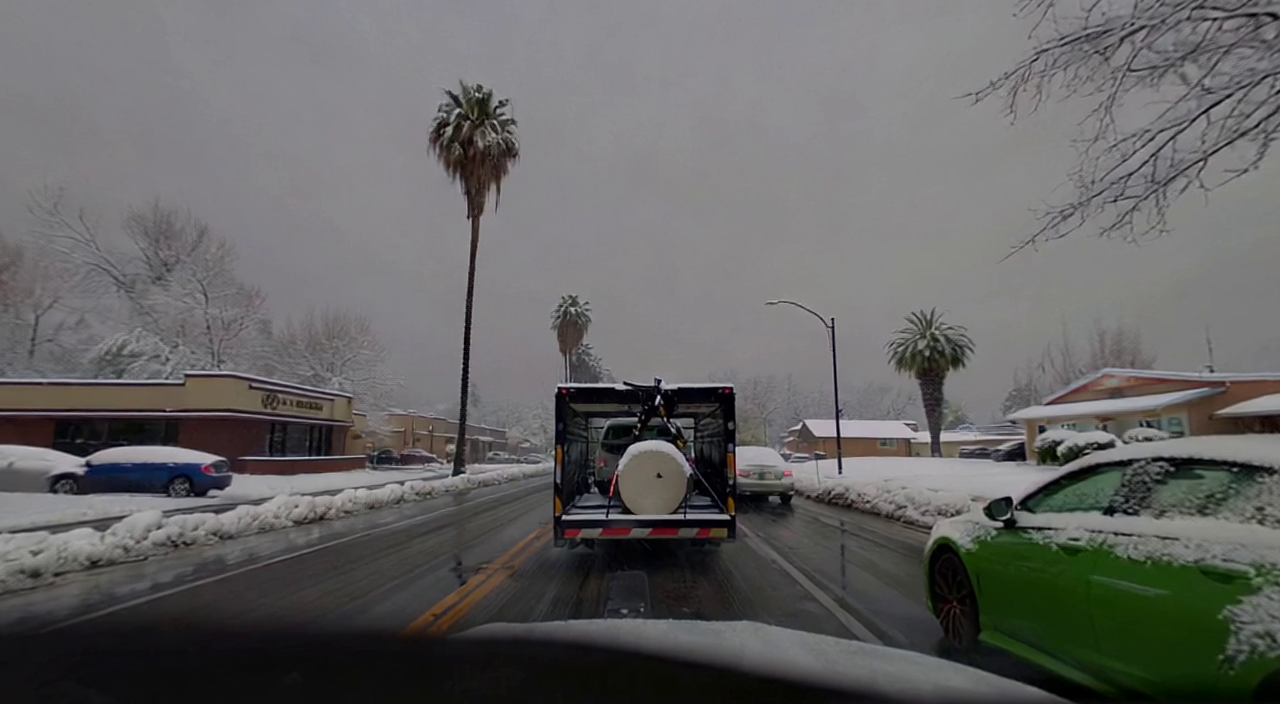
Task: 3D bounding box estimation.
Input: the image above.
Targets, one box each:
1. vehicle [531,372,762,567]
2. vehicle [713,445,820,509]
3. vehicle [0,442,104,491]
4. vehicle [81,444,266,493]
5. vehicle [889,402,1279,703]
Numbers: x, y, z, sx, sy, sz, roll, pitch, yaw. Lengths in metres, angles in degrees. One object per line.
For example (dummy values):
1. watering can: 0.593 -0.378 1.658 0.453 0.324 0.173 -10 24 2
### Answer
1. vehicle: 0.094 1.871 10.789 2.728 2.305 6.506 0 -8 0
2. vehicle: 3.239 3.279 16.974 2.010 1.499 4.107 0 -8 -1
3. vehicle: -20.450 3.663 20.235 4.706 1.468 1.817 0 -9 2
4. vehicle: -15.096 3.764 20.531 4.490 1.500 1.875 0 -9 -1
5. vehicle: 3.094 0.995 2.456 2.171 1.520 4.853 0 -8 -1
